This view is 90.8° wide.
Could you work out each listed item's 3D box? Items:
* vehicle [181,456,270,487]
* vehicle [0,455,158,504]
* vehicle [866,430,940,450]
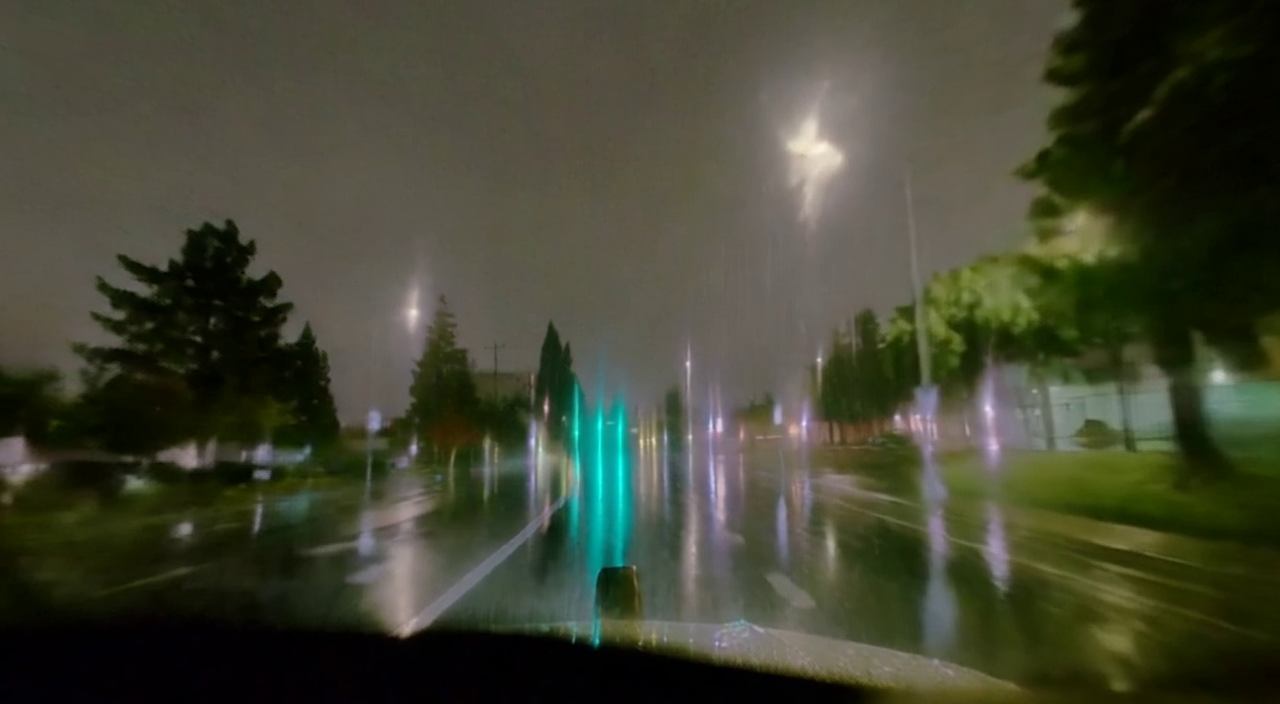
[{"bbox_3d":[-24.122,6.919,36.975,2.067,1.644,4.216,0,-9,4],"label":"vehicle"},{"bbox_3d":[-23.130,5.216,26.095,4.794,1.869,2.060,-1,-9,4],"label":"vehicle"},{"bbox_3d":[19.334,6.503,46.646,4.621,1.393,1.824,-1,-9,2],"label":"vehicle"}]
